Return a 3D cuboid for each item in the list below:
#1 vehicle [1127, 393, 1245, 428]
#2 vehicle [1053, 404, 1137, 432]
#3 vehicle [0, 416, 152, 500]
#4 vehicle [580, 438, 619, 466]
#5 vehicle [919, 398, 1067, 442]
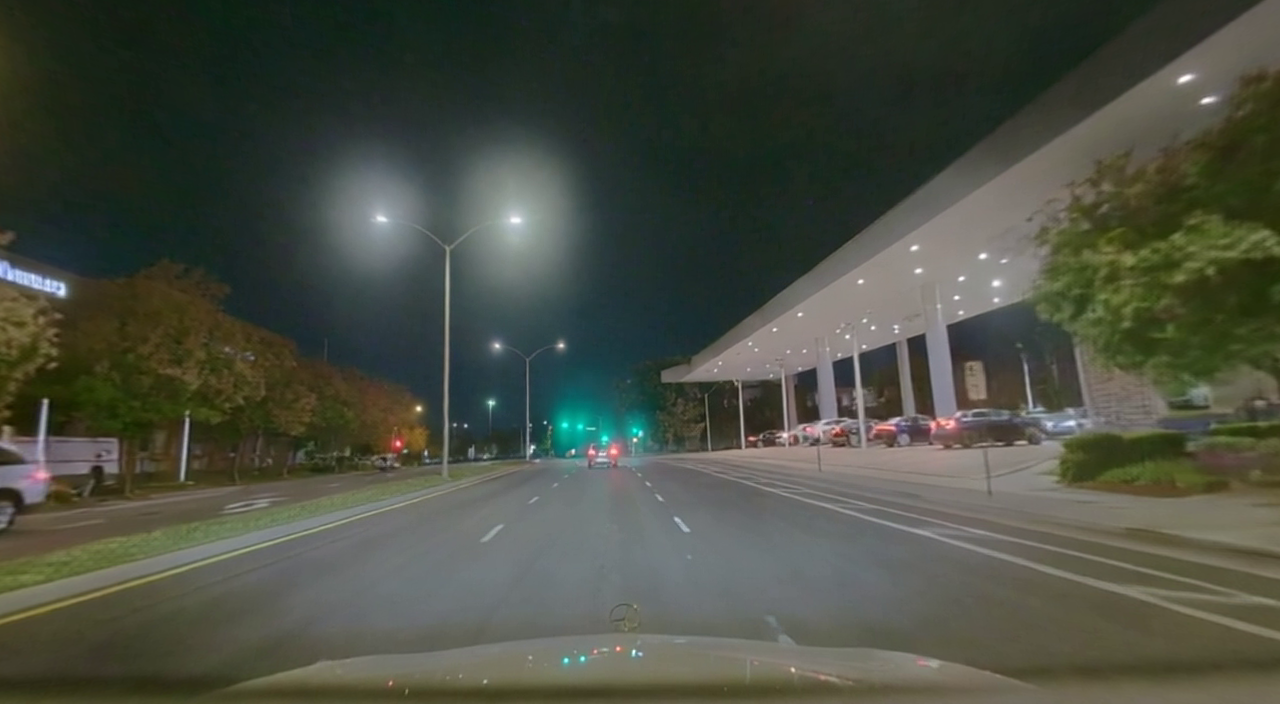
[{"bbox_3d":[29.414,3.232,34.262,2.175,1.626,4.598,0,-8,-2],"label":"vehicle"},{"bbox_3d":[29.084,4.281,40.605,1.900,1.570,4.438,0,-8,-3],"label":"vehicle"},{"bbox_3d":[-30.174,5.431,32.940,3.377,3.796,8.315,0,-8,-6],"label":"vehicle"},{"bbox_3d":[-2.570,6.208,39.332,2.197,1.642,4.312,1,-8,-6],"label":"vehicle"},{"bbox_3d":[14.551,2.858,26.219,4.851,1.737,2.189,1,-8,-6],"label":"vehicle"}]
